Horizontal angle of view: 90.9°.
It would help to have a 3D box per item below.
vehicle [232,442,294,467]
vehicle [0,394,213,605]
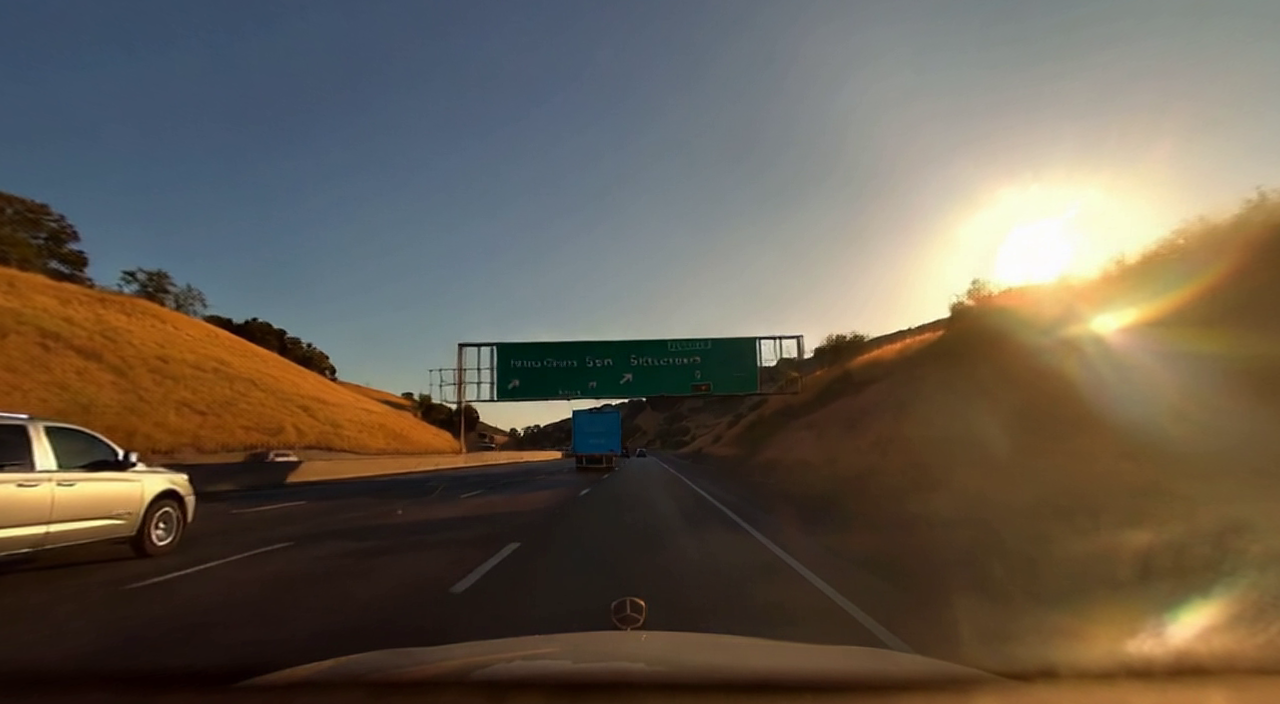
[{"bbox_3d":[-23.225,6.339,38.983,1.582,1.421,3.587,-1,-9,1],"label":"vehicle"},{"bbox_3d":[-6.810,1.333,5.711,2.175,1.860,5.236,0,-8,0],"label":"vehicle"}]
